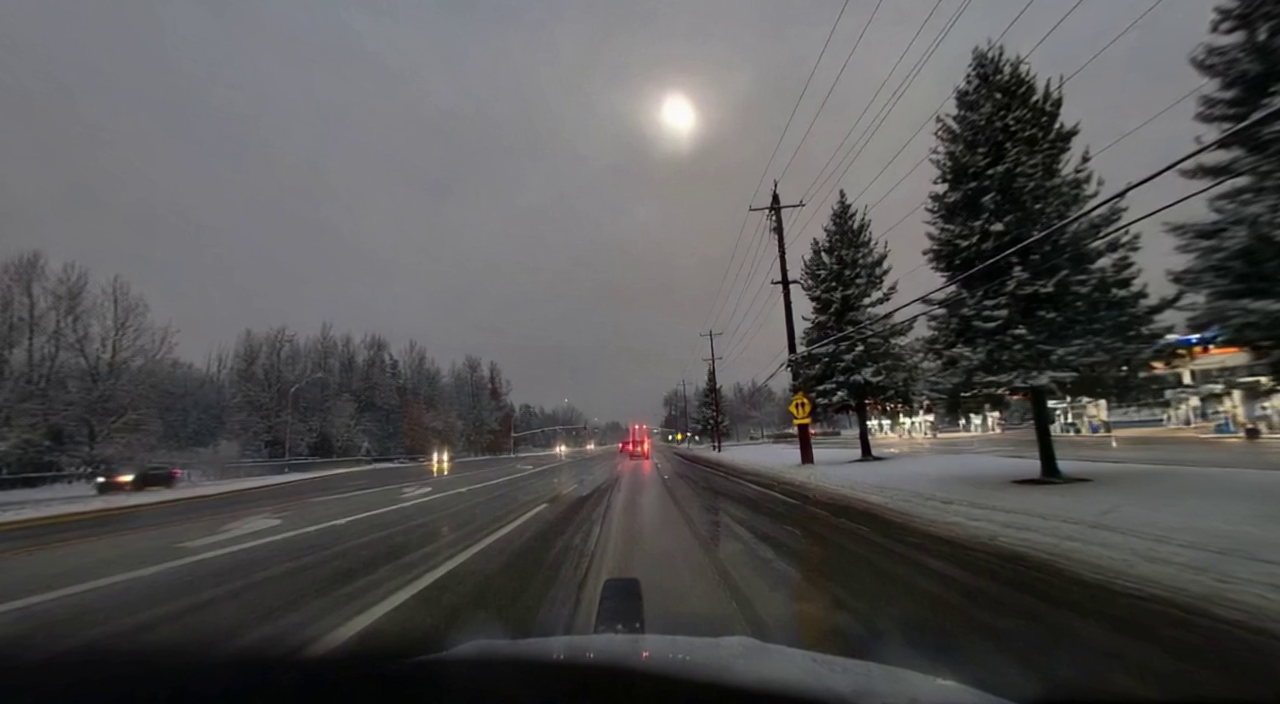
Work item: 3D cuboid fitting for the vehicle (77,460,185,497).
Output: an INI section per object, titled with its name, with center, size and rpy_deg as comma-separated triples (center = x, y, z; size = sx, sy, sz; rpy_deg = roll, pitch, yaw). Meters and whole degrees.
[vehicle]
center = -28.079, 6.968, 35.147
size = 1.914, 1.762, 5.067
rpy_deg = 0, -9, -2
